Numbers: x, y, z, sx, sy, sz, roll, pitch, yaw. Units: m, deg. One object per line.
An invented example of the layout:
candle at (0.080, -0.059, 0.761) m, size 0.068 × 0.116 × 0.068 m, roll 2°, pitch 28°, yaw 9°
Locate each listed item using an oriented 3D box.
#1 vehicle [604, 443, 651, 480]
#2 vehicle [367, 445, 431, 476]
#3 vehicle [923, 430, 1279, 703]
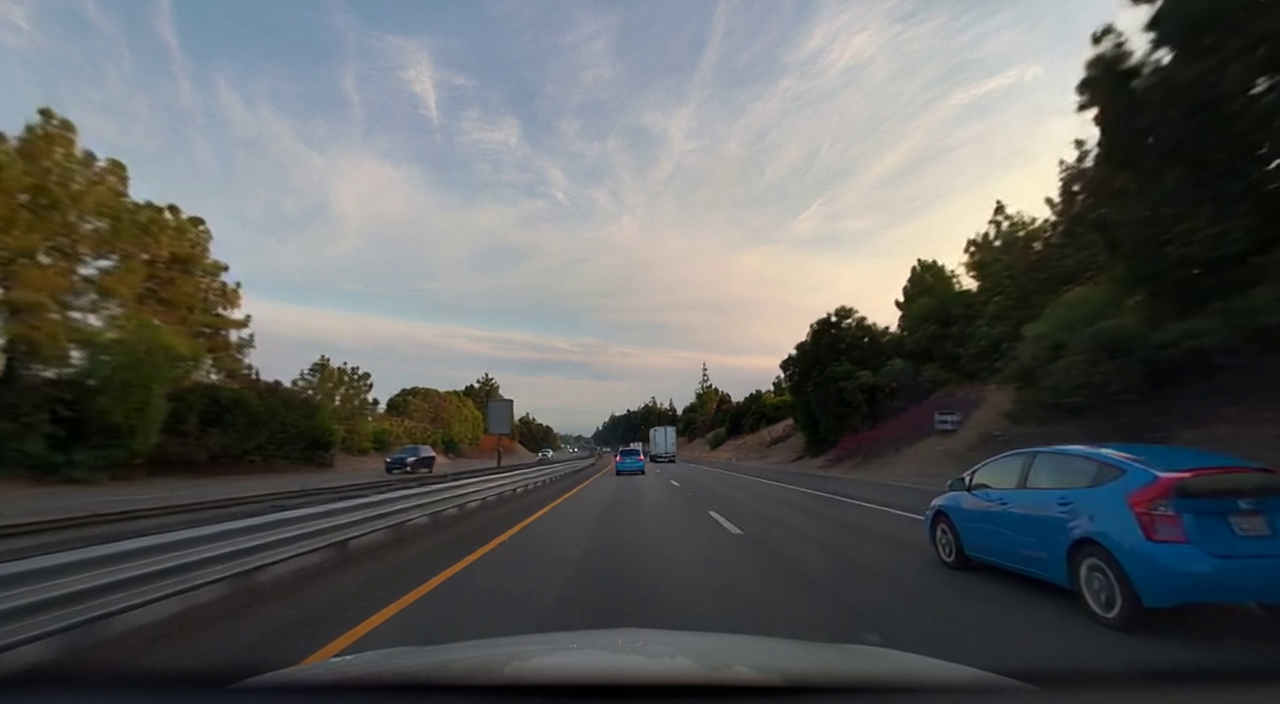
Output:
vehicle at (-0.634, 5.457, 31.503) m, size 2.190 × 1.706 × 4.062 m, roll 0°, pitch -9°, yaw -1°
vehicle at (-13.113, 5.921, 34.527) m, size 1.964 × 1.541 × 3.928 m, roll 0°, pitch -9°, yaw -1°
vehicle at (4.087, 1.387, 4.953) m, size 1.917 × 1.421 × 3.759 m, roll 0°, pitch -9°, yaw -1°
